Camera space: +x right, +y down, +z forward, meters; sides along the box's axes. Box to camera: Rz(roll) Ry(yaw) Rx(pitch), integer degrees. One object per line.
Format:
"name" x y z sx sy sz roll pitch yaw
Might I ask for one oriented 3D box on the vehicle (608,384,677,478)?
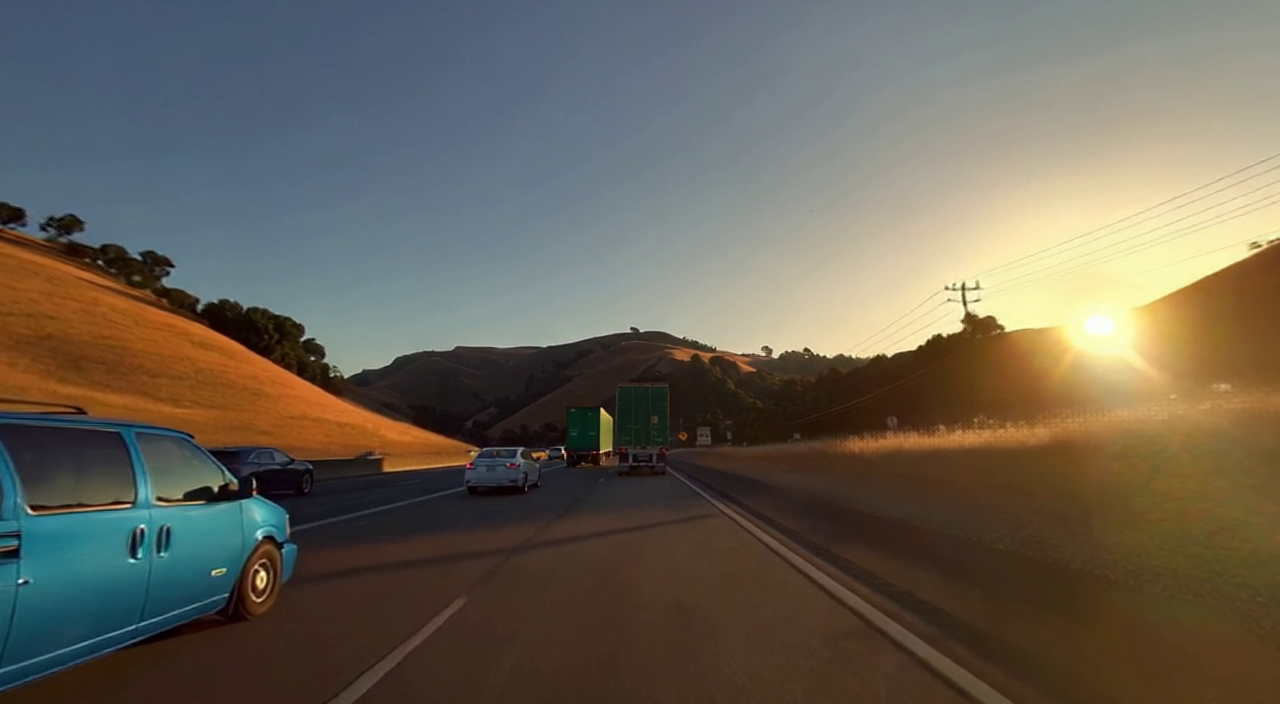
"vehicle" 0.200 4.179 32.496 2.913 3.988 10.874 0 -8 1

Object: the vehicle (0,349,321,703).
"vehicle" -3.973 0.937 3.188 2.136 1.779 4.875 0 -8 0

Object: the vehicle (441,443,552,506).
"vehicle" -3.650 3.184 16.953 1.950 1.446 4.224 0 -8 1
